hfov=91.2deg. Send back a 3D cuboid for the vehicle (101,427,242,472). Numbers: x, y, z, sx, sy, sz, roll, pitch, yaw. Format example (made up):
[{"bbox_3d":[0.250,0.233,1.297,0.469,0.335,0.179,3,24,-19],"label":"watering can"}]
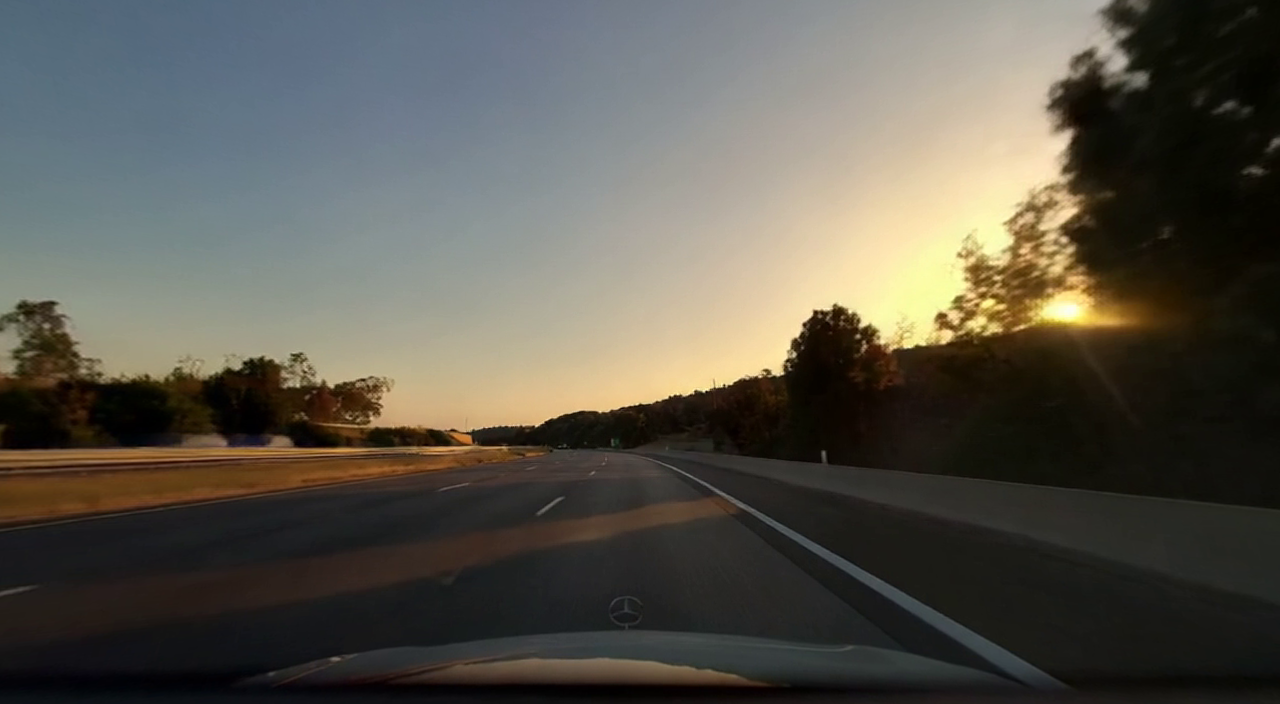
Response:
[{"bbox_3d":[-17.469,3.681,23.739,2.032,1.520,4.280,0,-9,0],"label":"vehicle"}]
